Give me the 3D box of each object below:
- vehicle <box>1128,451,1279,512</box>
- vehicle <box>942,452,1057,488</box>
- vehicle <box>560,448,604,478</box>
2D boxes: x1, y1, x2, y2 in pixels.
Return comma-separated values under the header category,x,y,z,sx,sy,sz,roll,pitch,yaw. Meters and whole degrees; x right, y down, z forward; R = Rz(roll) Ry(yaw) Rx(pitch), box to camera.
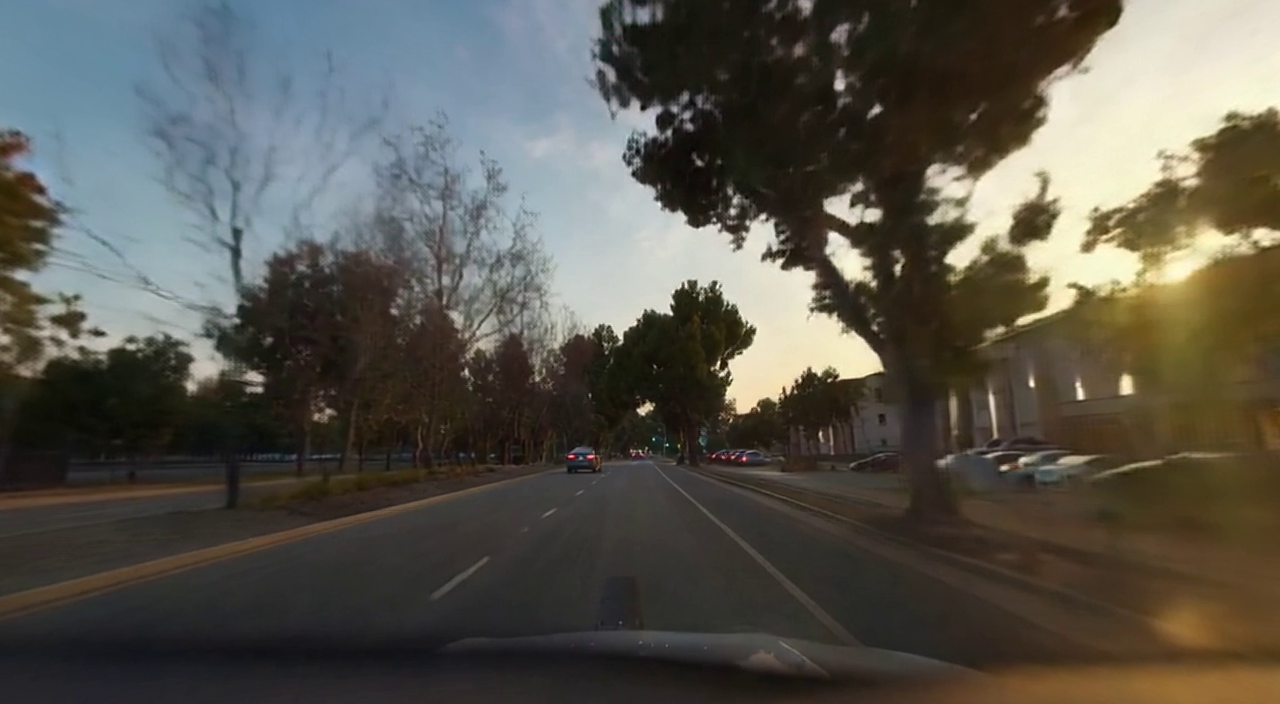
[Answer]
category,x,y,z,sx,sy,sz,roll,pitch,yaw
vehicle,16.906,3.663,18.195,4.182,1.561,2.000,1,-9,-8
vehicle,16.270,5.316,28.680,4.226,1.499,1.943,2,-9,-12
vehicle,-3.203,6.202,35.562,2.030,1.550,3.925,0,-9,1
